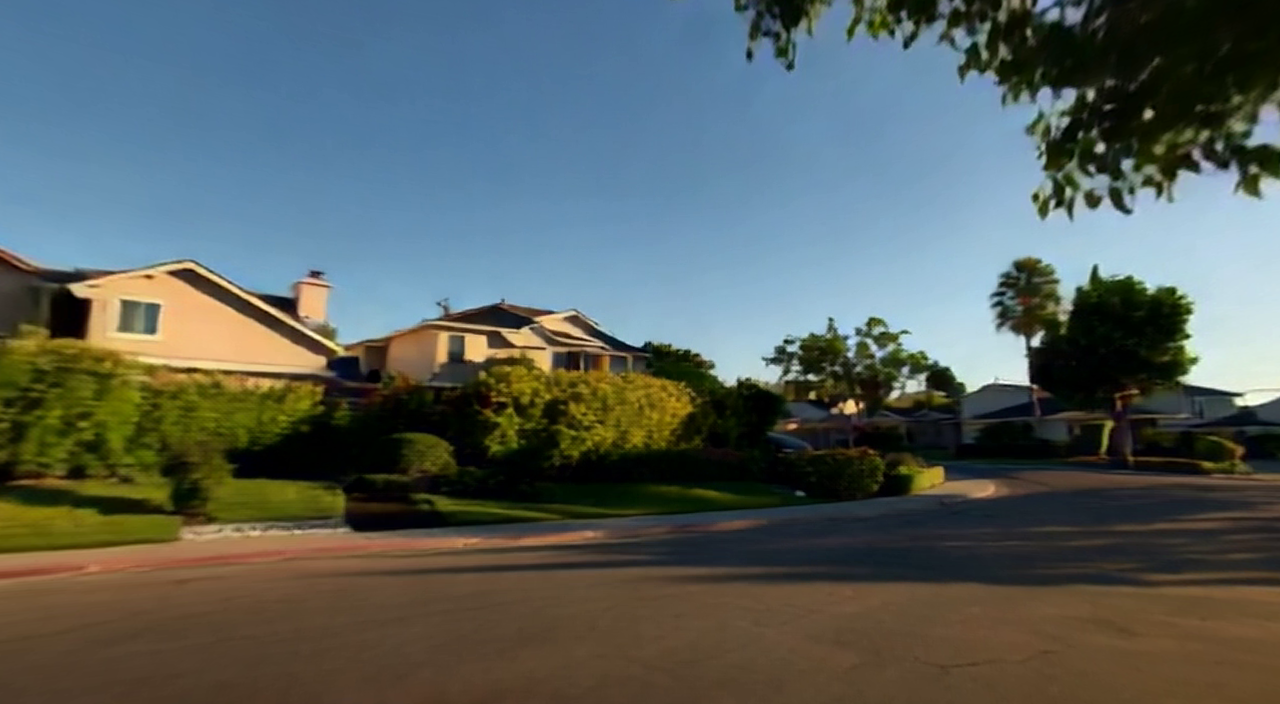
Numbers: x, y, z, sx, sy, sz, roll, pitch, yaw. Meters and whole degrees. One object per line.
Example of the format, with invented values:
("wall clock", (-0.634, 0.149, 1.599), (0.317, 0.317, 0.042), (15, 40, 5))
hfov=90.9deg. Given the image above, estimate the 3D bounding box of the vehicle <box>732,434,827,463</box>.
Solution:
("vehicle", (7.708, 5.318, 34.757), (5.089, 1.517, 1.791), (4, -11, -27))
